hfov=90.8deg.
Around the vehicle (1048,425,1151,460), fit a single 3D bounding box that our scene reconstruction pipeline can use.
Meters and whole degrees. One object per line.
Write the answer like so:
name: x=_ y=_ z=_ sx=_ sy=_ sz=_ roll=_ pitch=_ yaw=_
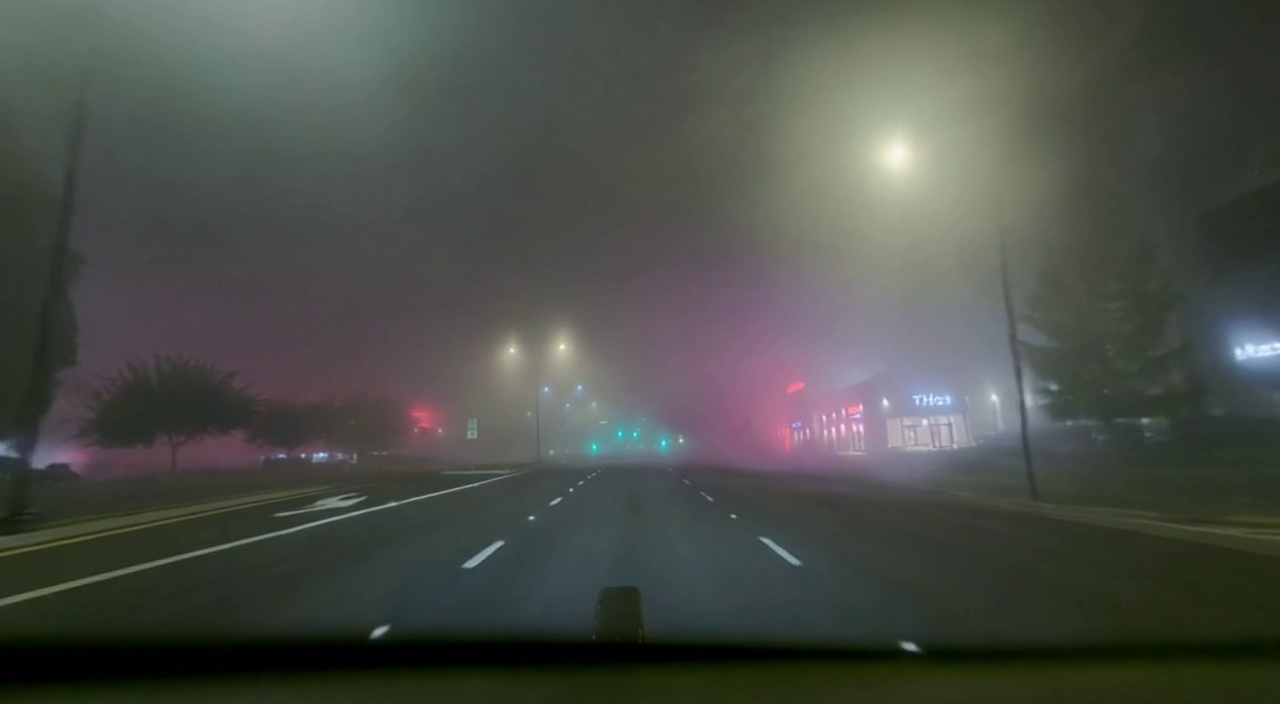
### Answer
vehicle: x=29.700 y=5.813 z=40.798 sx=6.327 sy=1.962 sz=2.210 roll=1 pitch=-9 yaw=-23
